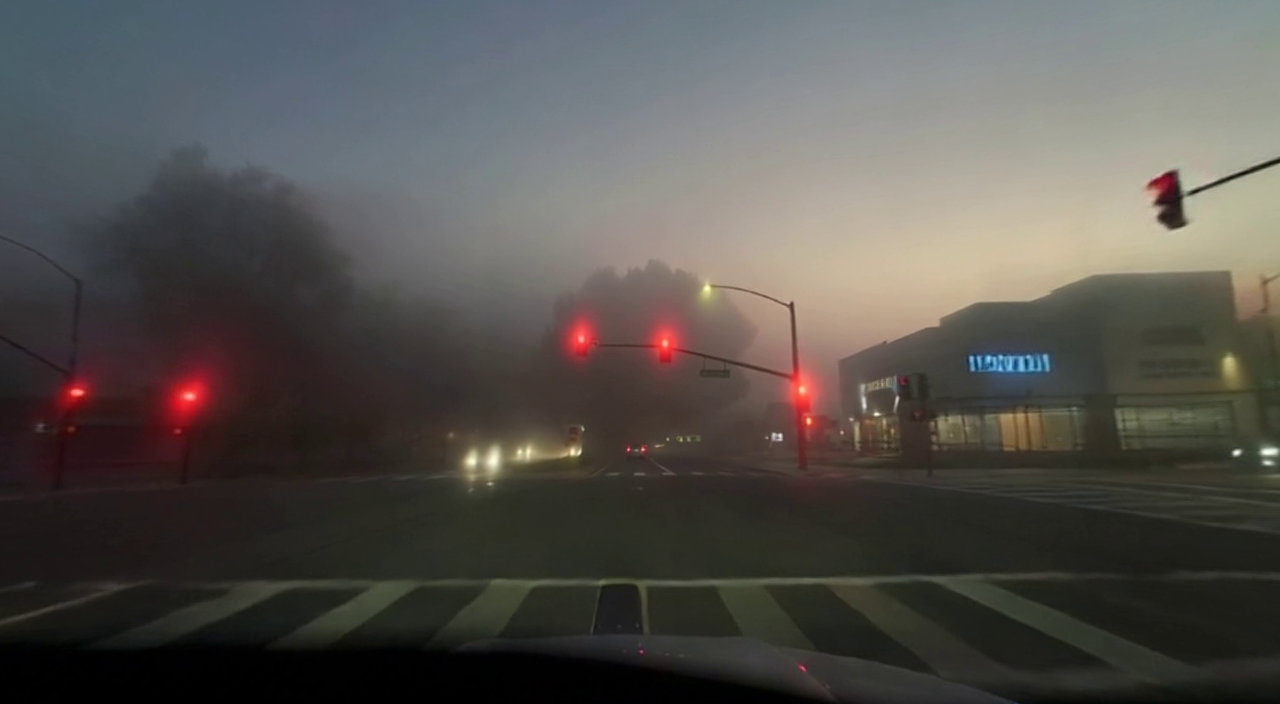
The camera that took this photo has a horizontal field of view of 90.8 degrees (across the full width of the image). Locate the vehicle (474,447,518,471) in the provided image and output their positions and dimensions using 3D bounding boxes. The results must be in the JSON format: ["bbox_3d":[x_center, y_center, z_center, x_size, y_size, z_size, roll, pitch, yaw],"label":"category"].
[{"bbox_3d":[-9.052,6.732,40.010,1.777,1.438,4.190,0,-8,0],"label":"vehicle"}]

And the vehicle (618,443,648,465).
[{"bbox_3d":[-0.525,7.180,44.632,2.045,1.510,3.690,0,-8,-1],"label":"vehicle"}]
